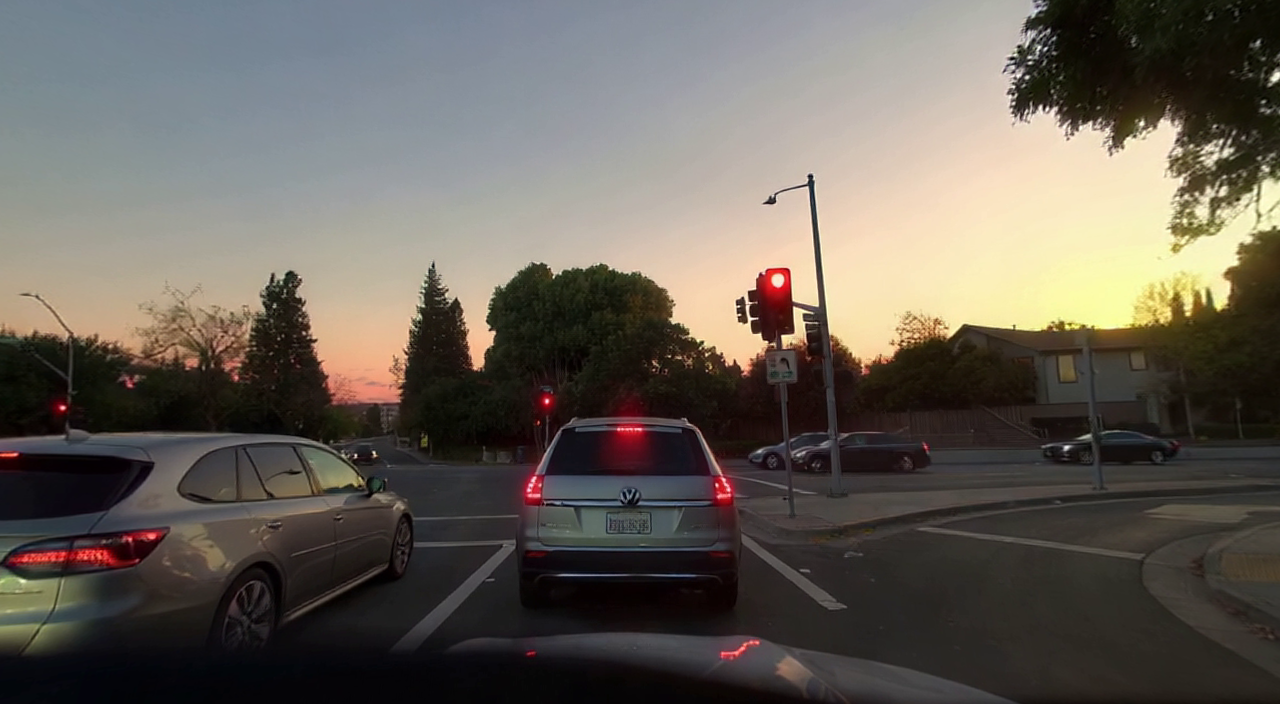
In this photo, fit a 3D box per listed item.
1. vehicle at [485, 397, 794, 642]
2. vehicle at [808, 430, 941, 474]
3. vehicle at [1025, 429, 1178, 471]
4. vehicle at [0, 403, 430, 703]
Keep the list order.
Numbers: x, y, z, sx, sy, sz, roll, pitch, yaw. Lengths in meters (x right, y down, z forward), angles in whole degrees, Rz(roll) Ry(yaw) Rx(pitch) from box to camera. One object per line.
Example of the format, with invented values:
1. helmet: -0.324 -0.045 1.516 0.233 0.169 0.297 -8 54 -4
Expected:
1. vehicle: -0.149 1.471 6.563 2.154 1.670 4.140 1 -9 -5
2. vehicle: 9.917 4.284 27.100 4.887 1.769 2.035 -1 -9 6
3. vehicle: 18.931 4.040 26.120 4.670 1.616 1.926 -1 -9 6
4. vehicle: -3.297 1.275 4.713 2.035 1.492 4.415 0 -9 -2
